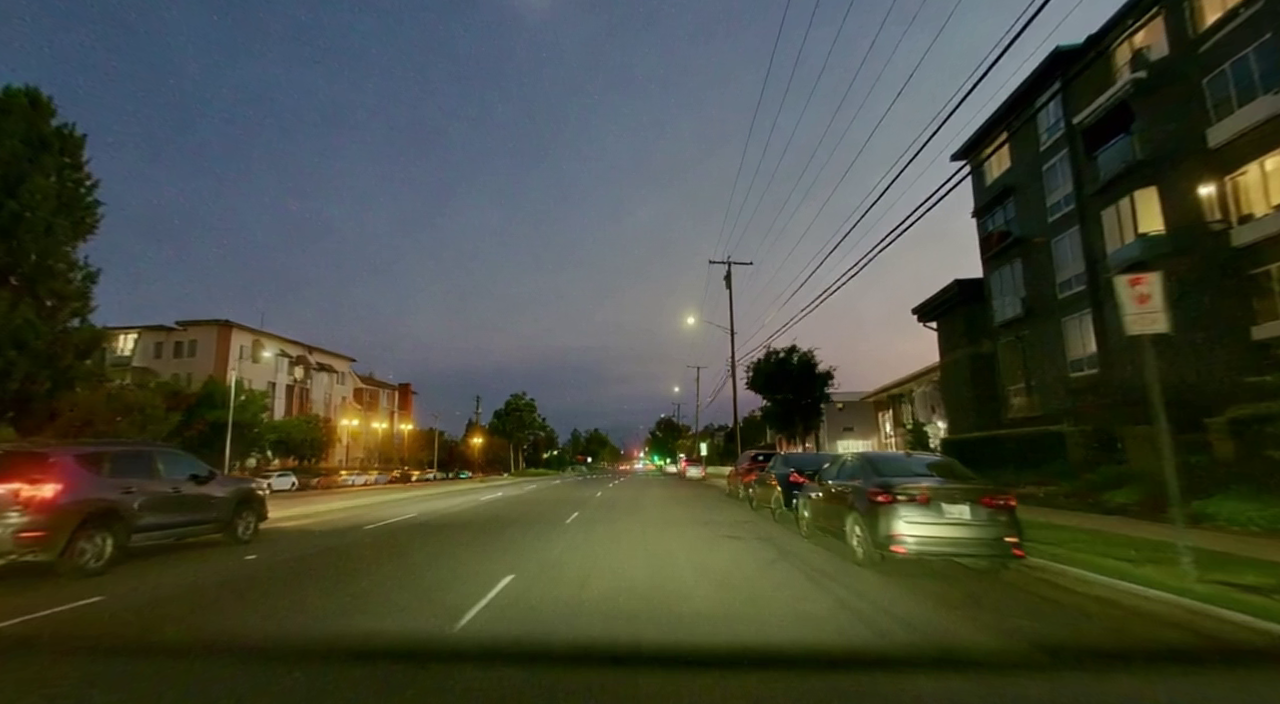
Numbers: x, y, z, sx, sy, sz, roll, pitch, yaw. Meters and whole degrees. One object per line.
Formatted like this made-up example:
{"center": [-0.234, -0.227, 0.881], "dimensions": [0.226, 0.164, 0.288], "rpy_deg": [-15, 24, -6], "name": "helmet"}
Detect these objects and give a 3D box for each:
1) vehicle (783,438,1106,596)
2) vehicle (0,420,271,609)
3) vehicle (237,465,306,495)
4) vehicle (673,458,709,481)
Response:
{"center": [3.415, 1.912, 8.341], "dimensions": [2.016, 1.477, 4.620], "rpy_deg": [0, -8, 1], "name": "vehicle"}
{"center": [-6.708, 1.719, 7.408], "dimensions": [2.000, 1.671, 4.497], "rpy_deg": [0, -8, 0], "name": "vehicle"}
{"center": [-25.603, 8.879, 44.051], "dimensions": [1.894, 1.787, 4.711], "rpy_deg": [0, -8, 1], "name": "vehicle"}
{"center": [3.684, 8.614, 46.402], "dimensions": [2.259, 1.500, 4.474], "rpy_deg": [0, -8, 0], "name": "vehicle"}
